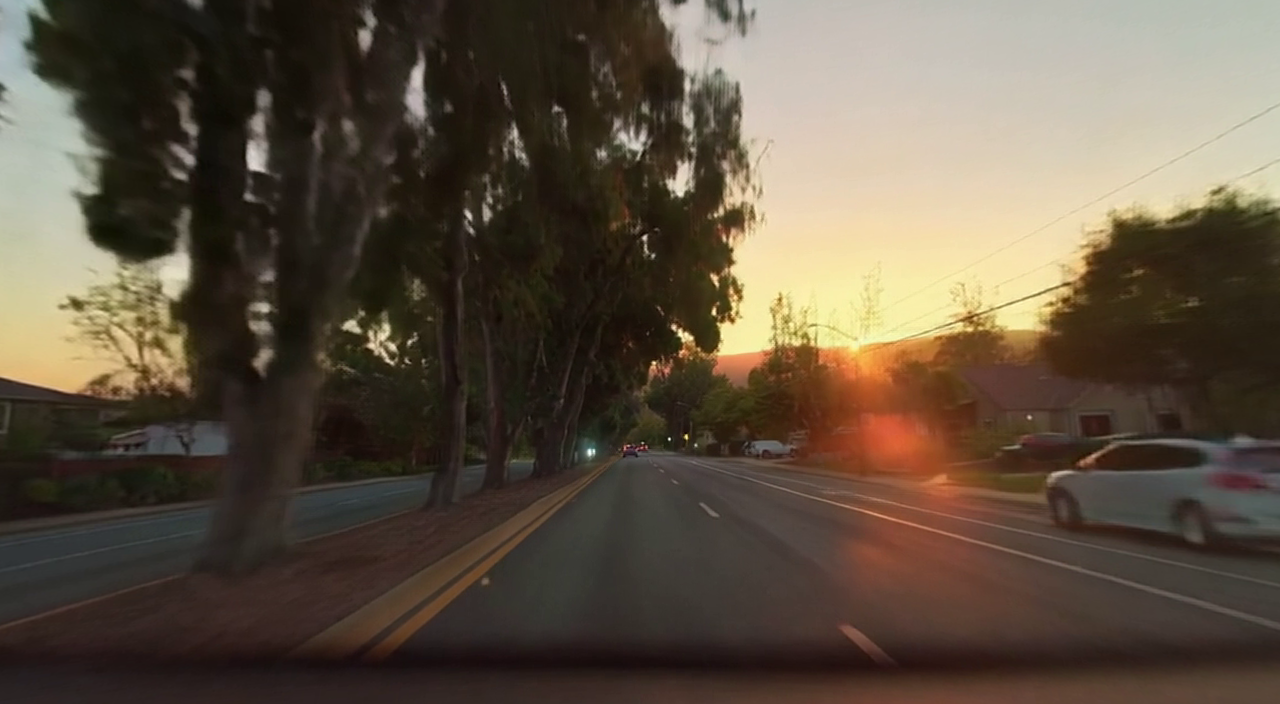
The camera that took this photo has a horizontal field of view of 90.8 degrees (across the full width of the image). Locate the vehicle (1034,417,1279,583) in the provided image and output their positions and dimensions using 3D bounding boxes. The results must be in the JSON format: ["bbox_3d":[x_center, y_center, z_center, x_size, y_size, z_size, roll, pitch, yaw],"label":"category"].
[{"bbox_3d":[7.338,1.733,8.088,1.965,1.623,4.096,0,-9,1],"label":"vehicle"}]
